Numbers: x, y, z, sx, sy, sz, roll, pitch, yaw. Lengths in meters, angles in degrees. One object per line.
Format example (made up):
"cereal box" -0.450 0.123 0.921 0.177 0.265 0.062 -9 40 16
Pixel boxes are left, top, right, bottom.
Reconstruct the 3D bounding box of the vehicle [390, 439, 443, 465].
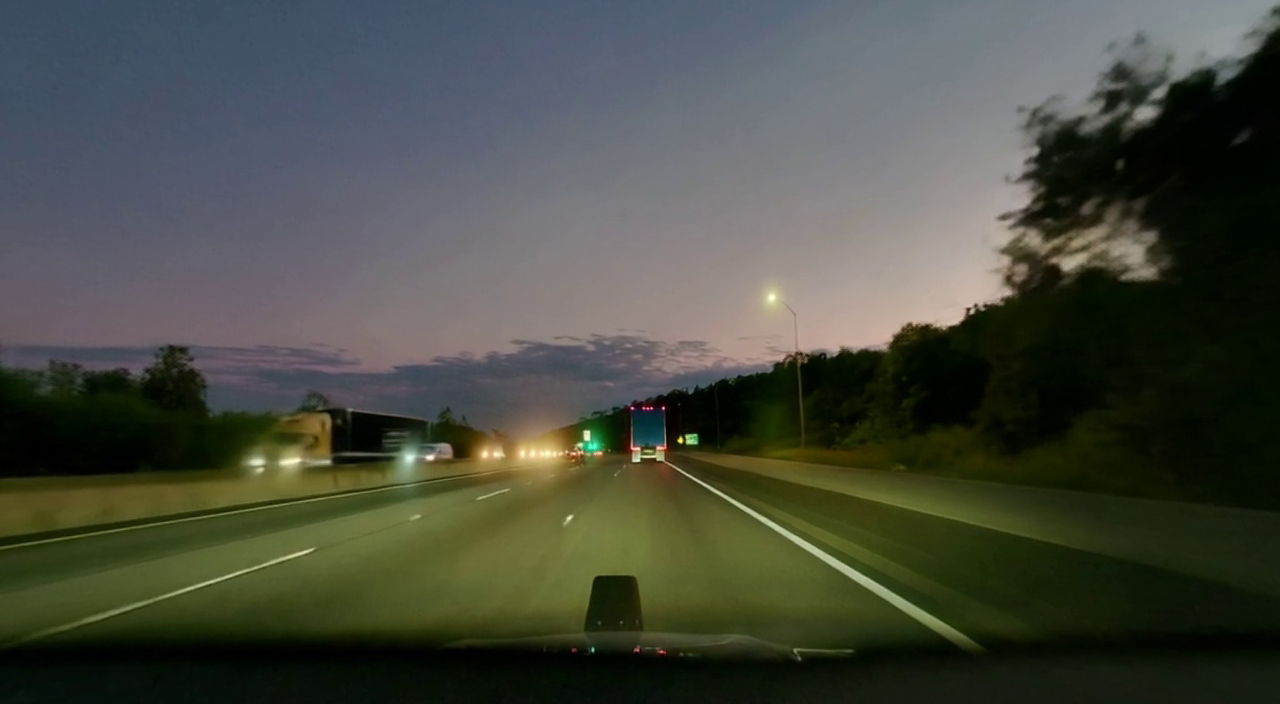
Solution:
"vehicle" -16.193 7.285 45.898 2.006 1.734 4.746 0 -9 1

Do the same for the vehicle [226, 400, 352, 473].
"vehicle" -20.757 5.148 37.914 3.004 3.930 7.523 0 -9 1
